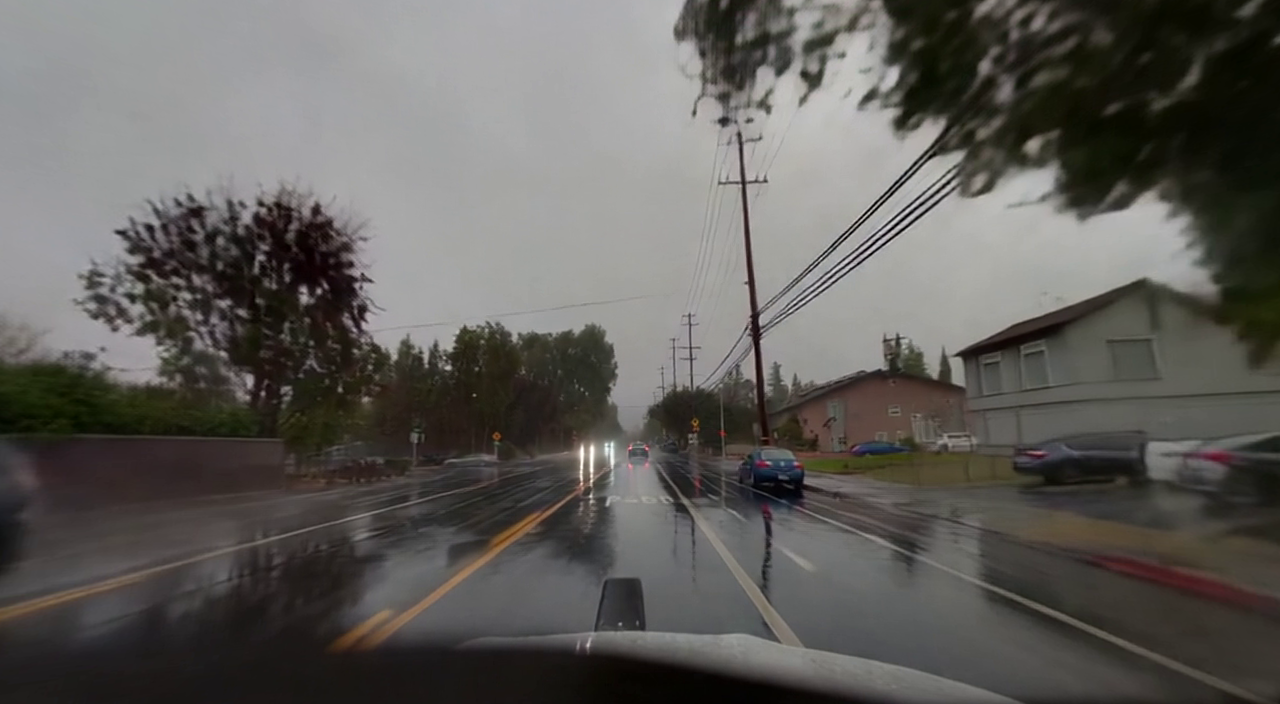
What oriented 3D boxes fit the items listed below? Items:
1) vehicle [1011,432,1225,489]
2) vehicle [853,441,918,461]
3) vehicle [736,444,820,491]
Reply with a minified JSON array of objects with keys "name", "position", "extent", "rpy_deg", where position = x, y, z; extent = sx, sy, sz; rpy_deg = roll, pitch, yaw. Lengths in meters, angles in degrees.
[{"name":"vehicle","position":[12.859,2.944,17.224],"extent":[4.301,1.434,1.803],"rpy_deg":[0,-9,1]},{"name":"vehicle","position":[19.091,7.741,49.242],"extent":[4.292,1.489,1.895],"rpy_deg":[0,-9,0]},{"name":"vehicle","position":[4.785,4.059,22.635],"extent":[1.987,1.479,4.562],"rpy_deg":[0,-9,0]}]
